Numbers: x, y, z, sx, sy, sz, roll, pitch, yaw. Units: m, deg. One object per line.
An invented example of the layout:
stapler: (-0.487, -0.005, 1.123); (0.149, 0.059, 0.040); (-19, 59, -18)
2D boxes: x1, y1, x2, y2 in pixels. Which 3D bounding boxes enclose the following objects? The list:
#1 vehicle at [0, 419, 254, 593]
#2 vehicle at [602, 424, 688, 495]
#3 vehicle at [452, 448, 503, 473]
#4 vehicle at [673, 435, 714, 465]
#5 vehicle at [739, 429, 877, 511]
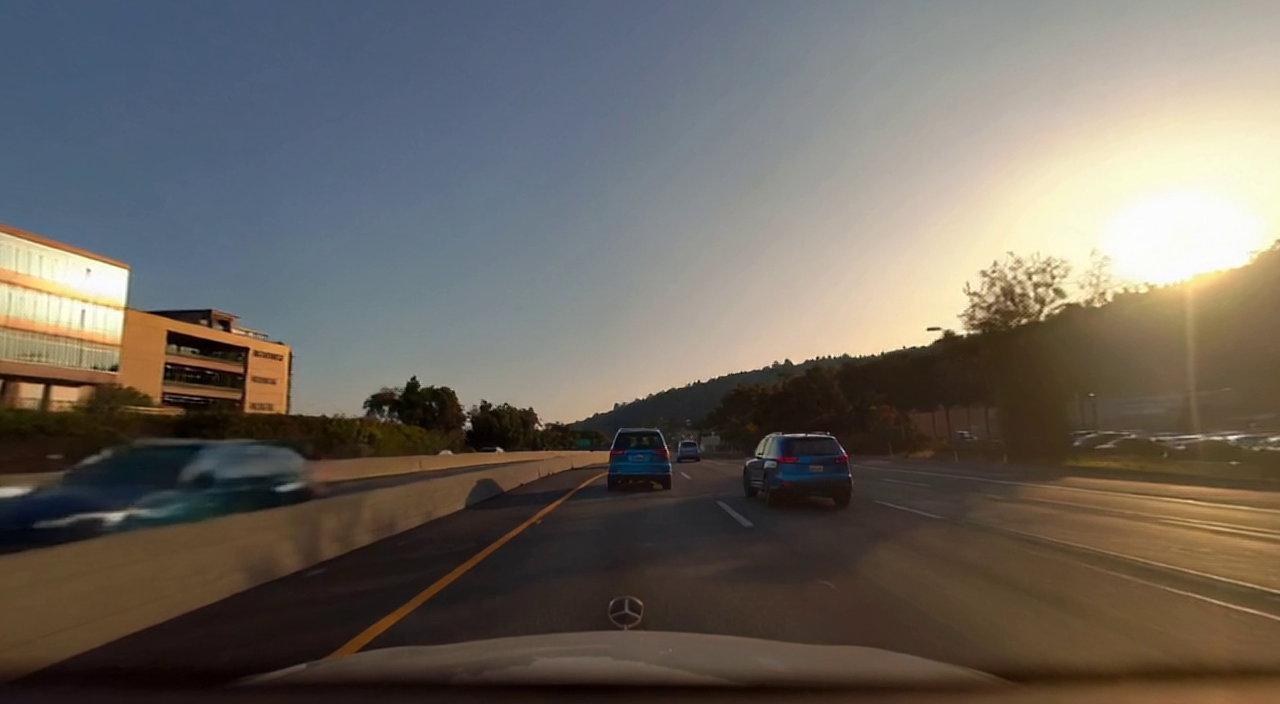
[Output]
vehicle: (-7.118, 1.669, 7.368); (2.201, 1.622, 4.716); (0, -9, 0)
vehicle: (0.148, 3.206, 19.060); (2.290, 1.862, 4.454); (0, -9, 0)
vehicle: (-10.444, 7.008, 40.927); (2.051, 1.476, 4.379); (0, -9, 1)
vehicle: (3.794, 7.113, 45.773); (2.328, 1.987, 5.440); (0, -9, -2)
vehicle: (3.641, 2.650, 14.565); (2.042, 1.592, 4.047); (0, -9, 0)
